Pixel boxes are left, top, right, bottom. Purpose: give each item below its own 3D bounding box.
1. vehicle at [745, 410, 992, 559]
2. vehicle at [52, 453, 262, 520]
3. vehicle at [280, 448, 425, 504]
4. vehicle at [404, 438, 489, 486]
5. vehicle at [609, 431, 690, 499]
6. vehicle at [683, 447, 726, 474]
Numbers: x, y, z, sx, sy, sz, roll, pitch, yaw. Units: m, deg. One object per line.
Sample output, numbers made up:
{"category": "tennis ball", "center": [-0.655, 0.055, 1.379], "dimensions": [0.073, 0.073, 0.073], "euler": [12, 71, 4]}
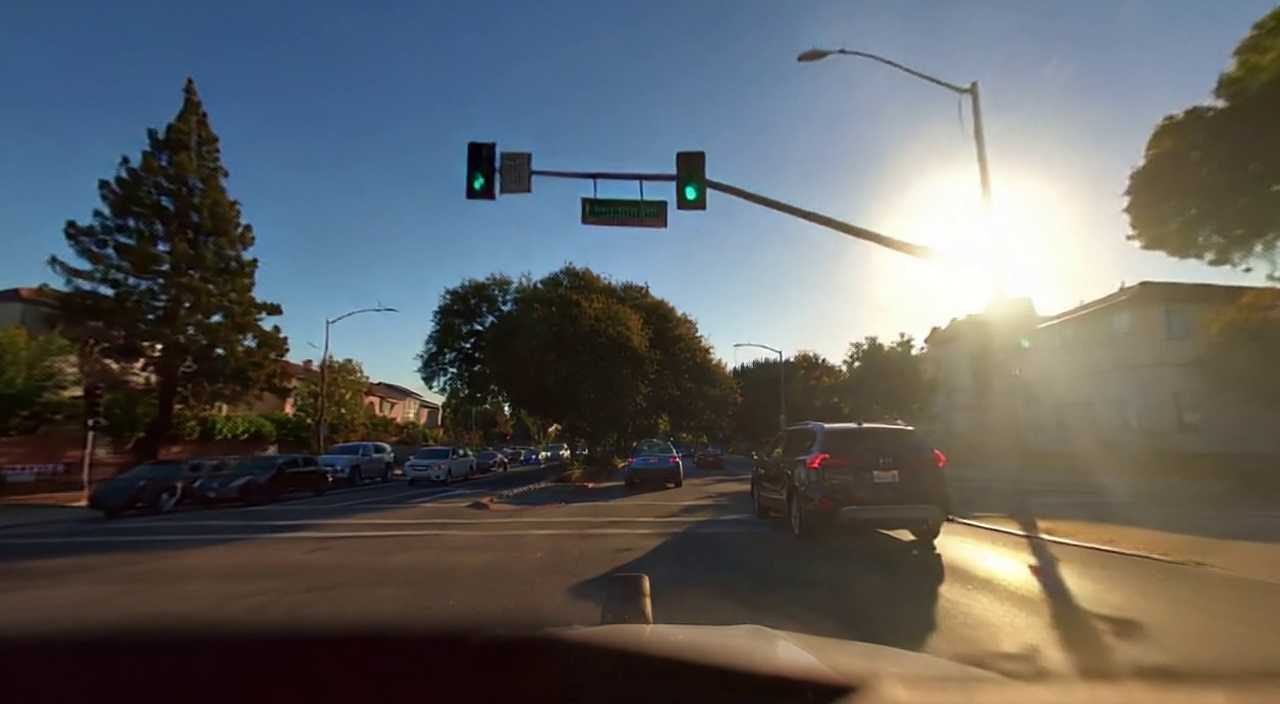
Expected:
{"category": "vehicle", "center": [3.175, 1.944, 9.969], "dimensions": [2.166, 1.799, 4.372], "euler": [0, -8, -1]}
{"category": "vehicle", "center": [-12.306, 3.411, 16.561], "dimensions": [1.959, 1.450, 4.487], "euler": [0, -8, 0]}
{"category": "vehicle", "center": [-8.340, 3.627, 18.904], "dimensions": [2.083, 1.420, 4.702], "euler": [0, -8, 1]}
{"category": "vehicle", "center": [-8.487, 4.839, 28.153], "dimensions": [2.182, 1.939, 4.889], "euler": [0, -8, 1]}
{"category": "vehicle", "center": [0.275, 3.401, 19.435], "dimensions": [2.185, 1.822, 4.391], "euler": [0, -8, 0]}
{"category": "vehicle", "center": [3.814, 6.457, 37.879], "dimensions": [2.096, 1.489, 4.757], "euler": [0, -8, 0]}
